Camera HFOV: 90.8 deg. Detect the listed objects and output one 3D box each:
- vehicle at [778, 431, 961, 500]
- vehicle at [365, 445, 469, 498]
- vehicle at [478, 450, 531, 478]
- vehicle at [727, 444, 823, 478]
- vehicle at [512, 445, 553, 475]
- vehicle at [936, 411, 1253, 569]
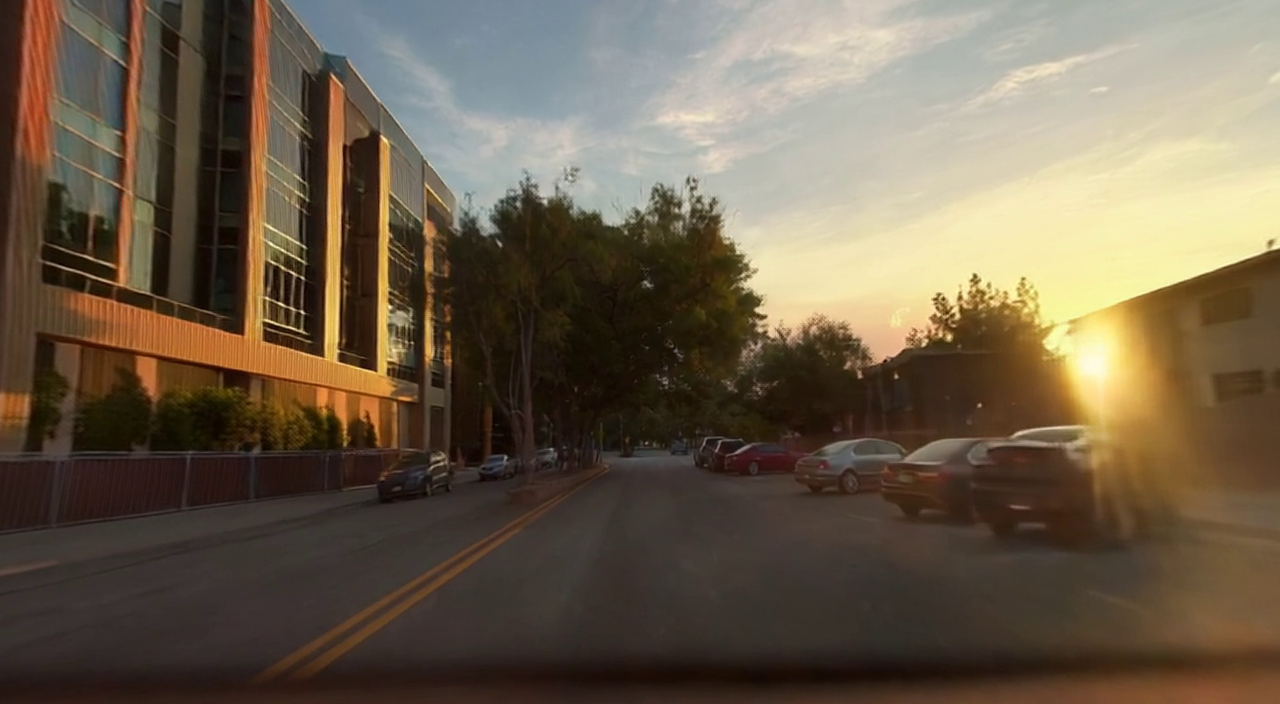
[{"bbox_3d":[6.637,3.221,18.262,4.858,1.758,2.021,4,-9,-25],"label":"vehicle"},{"bbox_3d":[-7.867,4.229,22.809,2.172,1.707,4.273,0,-8,0],"label":"vehicle"},{"bbox_3d":[-7.916,6.576,37.301,1.911,1.497,4.738,0,-8,2],"label":"vehicle"},{"bbox_3d":[6.518,5.224,30.524,4.265,1.510,1.915,5,-10,-28],"label":"vehicle"},{"bbox_3d":[-7.455,7.526,44.263,1.957,1.693,4.588,-2,-6,1],"label":"vehicle"},{"bbox_3d":[6.355,1.772,8.809,3.954,1.666,2.213,6,-10,-33],"label":"vehicle"}]
